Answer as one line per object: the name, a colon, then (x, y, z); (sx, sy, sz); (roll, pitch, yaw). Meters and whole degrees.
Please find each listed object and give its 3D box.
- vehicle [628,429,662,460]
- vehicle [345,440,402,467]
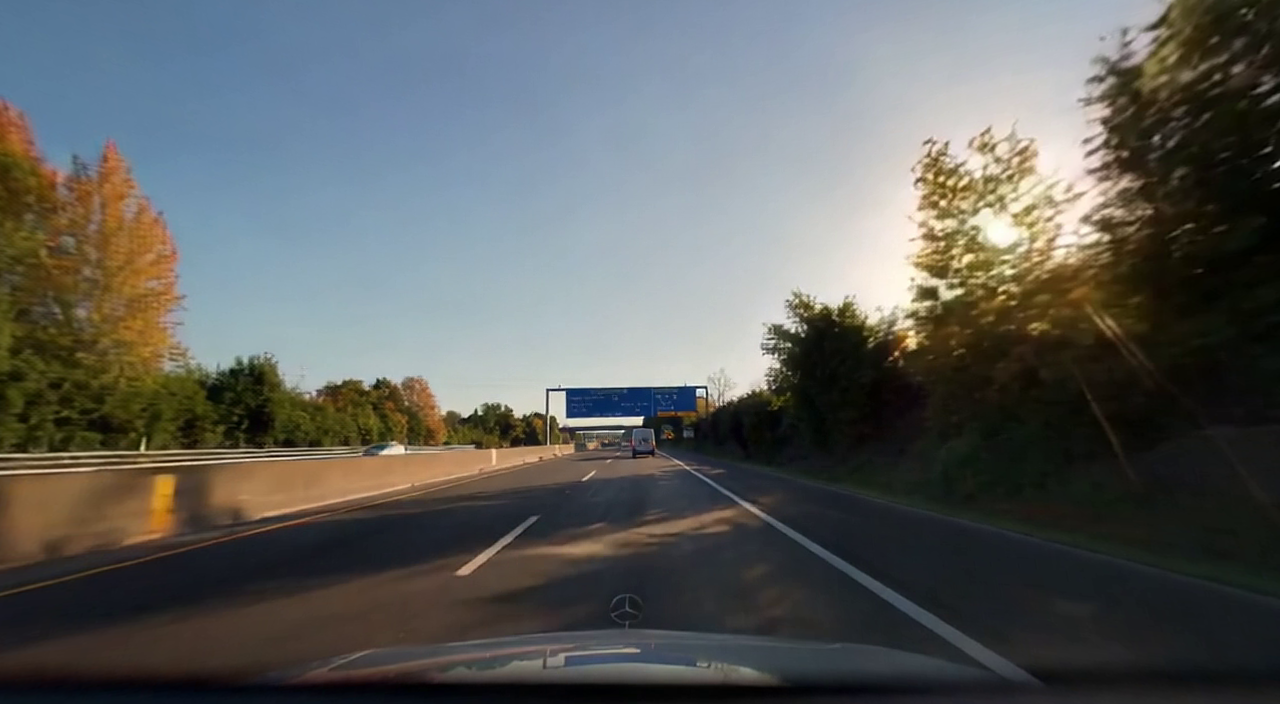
vehicle: (0.370, 6.634, 45.133); (2.277, 2.109, 4.922); (1, -8, 0)
vehicle: (-15.543, 5.914, 36.904); (1.773, 1.441, 3.706); (1, -8, -2)
